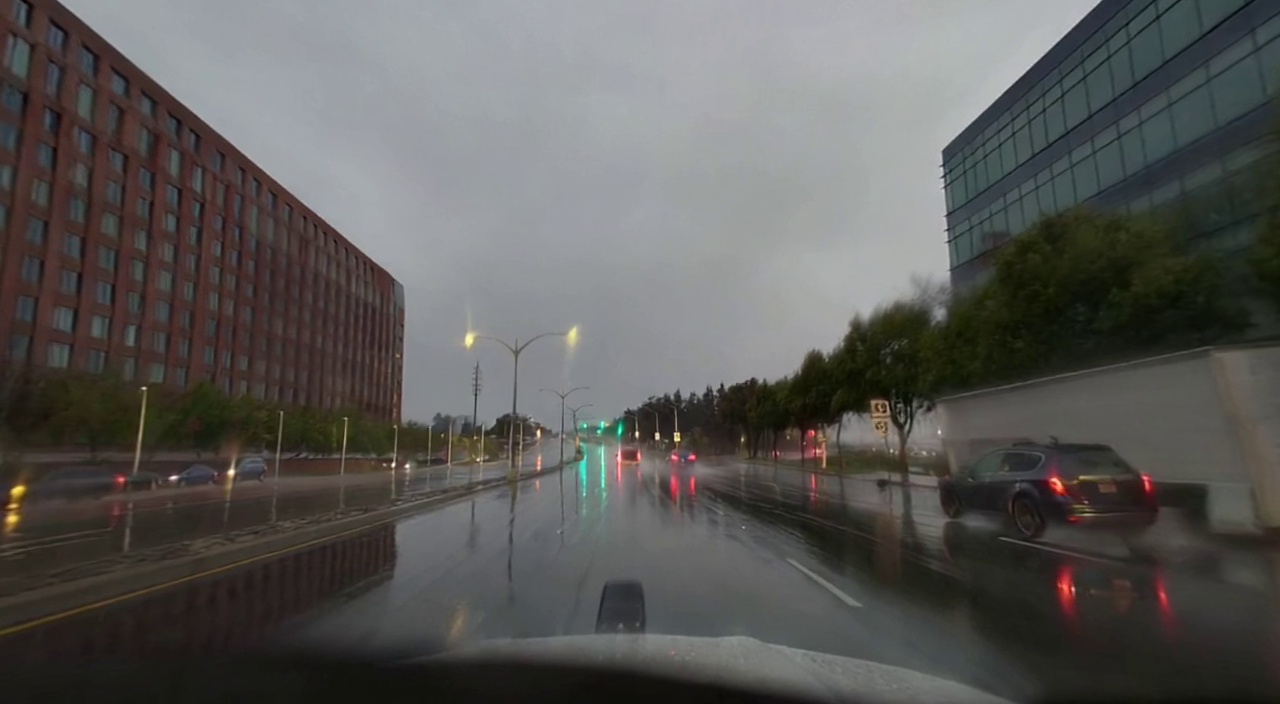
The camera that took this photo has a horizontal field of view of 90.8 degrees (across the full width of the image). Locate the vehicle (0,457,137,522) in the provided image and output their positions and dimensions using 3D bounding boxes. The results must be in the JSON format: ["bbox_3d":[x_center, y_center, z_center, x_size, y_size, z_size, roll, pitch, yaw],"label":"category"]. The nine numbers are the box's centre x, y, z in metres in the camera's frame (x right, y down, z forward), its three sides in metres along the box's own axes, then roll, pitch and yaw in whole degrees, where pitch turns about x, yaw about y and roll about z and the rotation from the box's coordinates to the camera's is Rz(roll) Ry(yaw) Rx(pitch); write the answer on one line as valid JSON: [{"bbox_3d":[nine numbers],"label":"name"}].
[{"bbox_3d":[-19.120,4.339,20.425,2.007,1.735,4.384,-1,-8,1],"label":"vehicle"}]

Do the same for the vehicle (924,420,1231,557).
[{"bbox_3d":[6.667,2.091,10.455,2.017,1.743,4.453,-1,-8,3],"label":"vehicle"}]

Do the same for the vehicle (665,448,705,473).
[{"bbox_3d":[2.894,7.108,41.524,2.090,1.506,4.382,0,-8,-3],"label":"vehicle"}]

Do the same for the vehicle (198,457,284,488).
[{"bbox_3d":[-29.767,8.972,47.496,2.474,1.971,6.358,0,-8,-2],"label":"vehicle"}]

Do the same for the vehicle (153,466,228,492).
[{"bbox_3d":[-29.658,8.383,41.869,1.742,1.473,4.529,0,-8,-2],"label":"vehicle"}]

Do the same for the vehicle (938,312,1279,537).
[{"bbox_3d":[12.169,1.874,15.572,3.113,3.594,14.349,-5,-9,2],"label":"vehicle"}]
